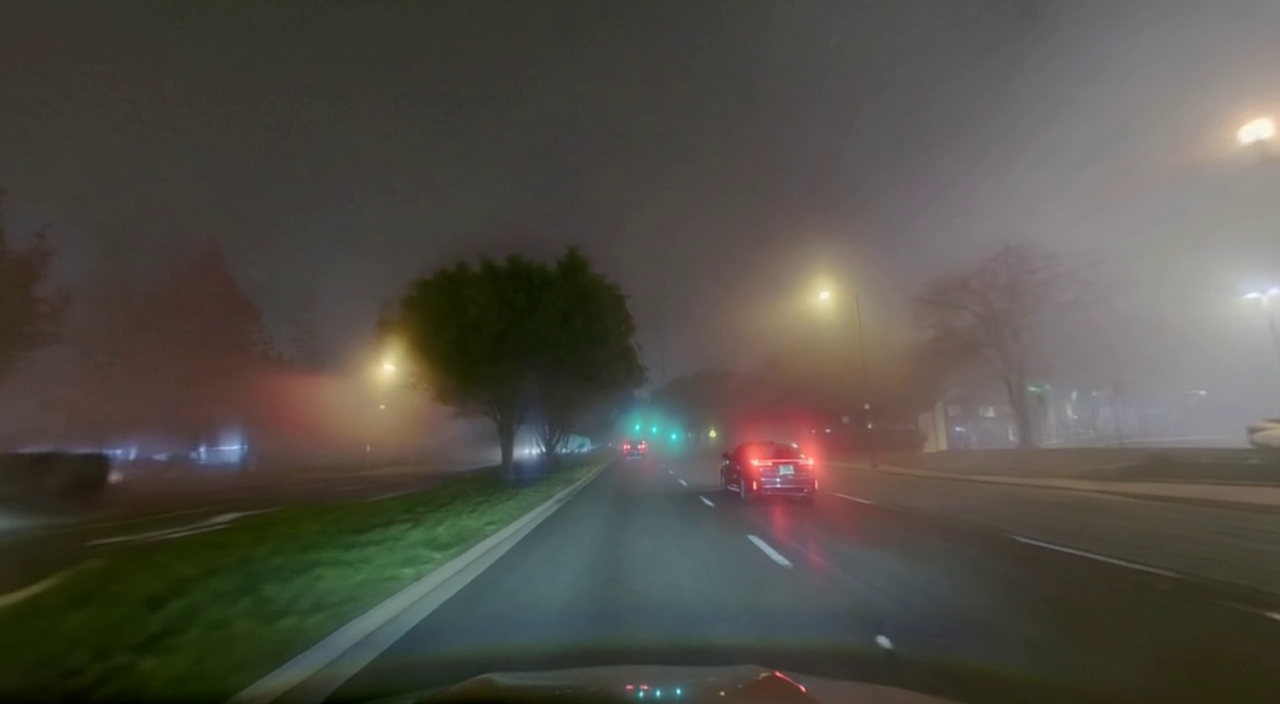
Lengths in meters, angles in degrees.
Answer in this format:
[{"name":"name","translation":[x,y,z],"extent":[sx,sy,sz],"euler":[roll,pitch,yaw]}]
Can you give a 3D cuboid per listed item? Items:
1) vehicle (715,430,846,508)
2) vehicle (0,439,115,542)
[{"name":"vehicle","translation":[3.239,2.789,15.664],"extent":[1.995,1.616,4.729],"euler":[0,-8,-2]},{"name":"vehicle","translation":[-12.411,2.483,11.318],"extent":[2.063,1.812,4.502],"euler":[0,-8,0]}]
